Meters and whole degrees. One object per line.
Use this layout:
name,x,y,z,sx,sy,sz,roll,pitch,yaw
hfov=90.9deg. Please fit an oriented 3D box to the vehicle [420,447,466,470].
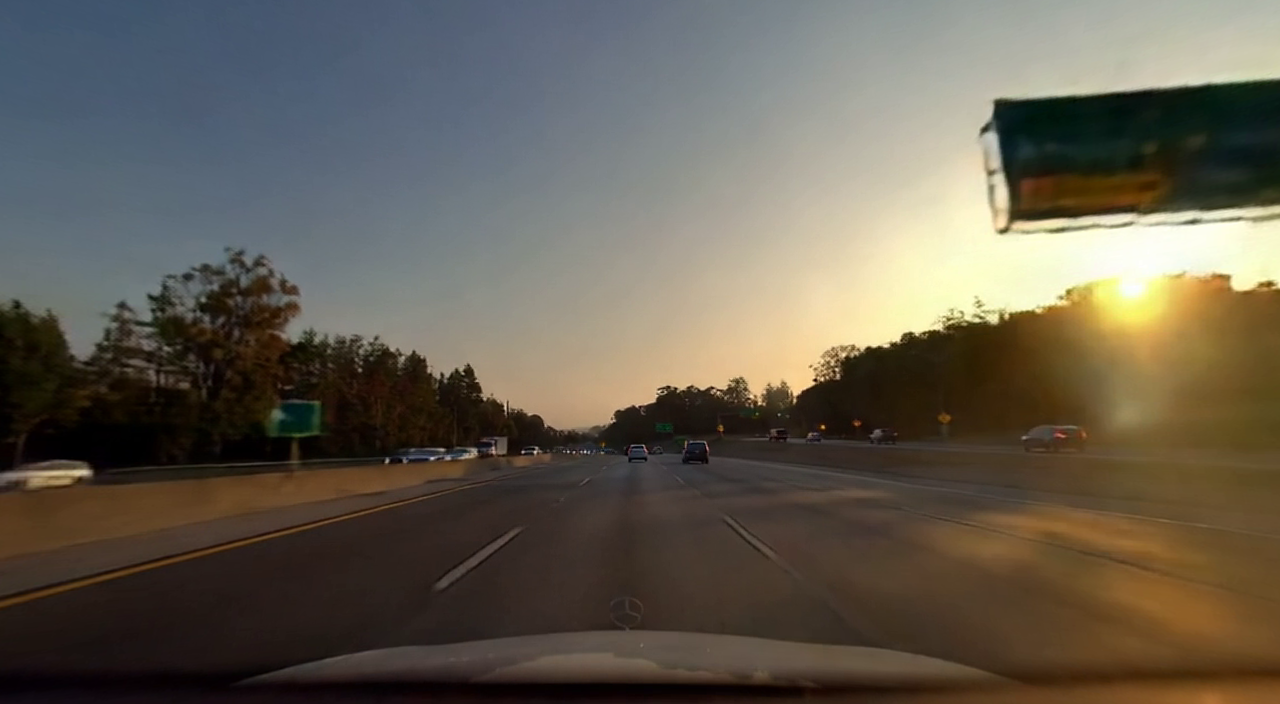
vehicle,-15.260,8.224,49.113,2.047,1.671,4.892,0,-9,0

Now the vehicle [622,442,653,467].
vehicle,-0.167,7.471,45.953,2.105,1.711,4.293,0,-9,0

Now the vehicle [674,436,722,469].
vehicle,3.683,6.599,41.518,2.505,2.020,5.532,0,-9,-1

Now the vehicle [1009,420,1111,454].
vehicle,19.682,4.075,29.830,1.872,1.459,4.502,-1,-9,3
